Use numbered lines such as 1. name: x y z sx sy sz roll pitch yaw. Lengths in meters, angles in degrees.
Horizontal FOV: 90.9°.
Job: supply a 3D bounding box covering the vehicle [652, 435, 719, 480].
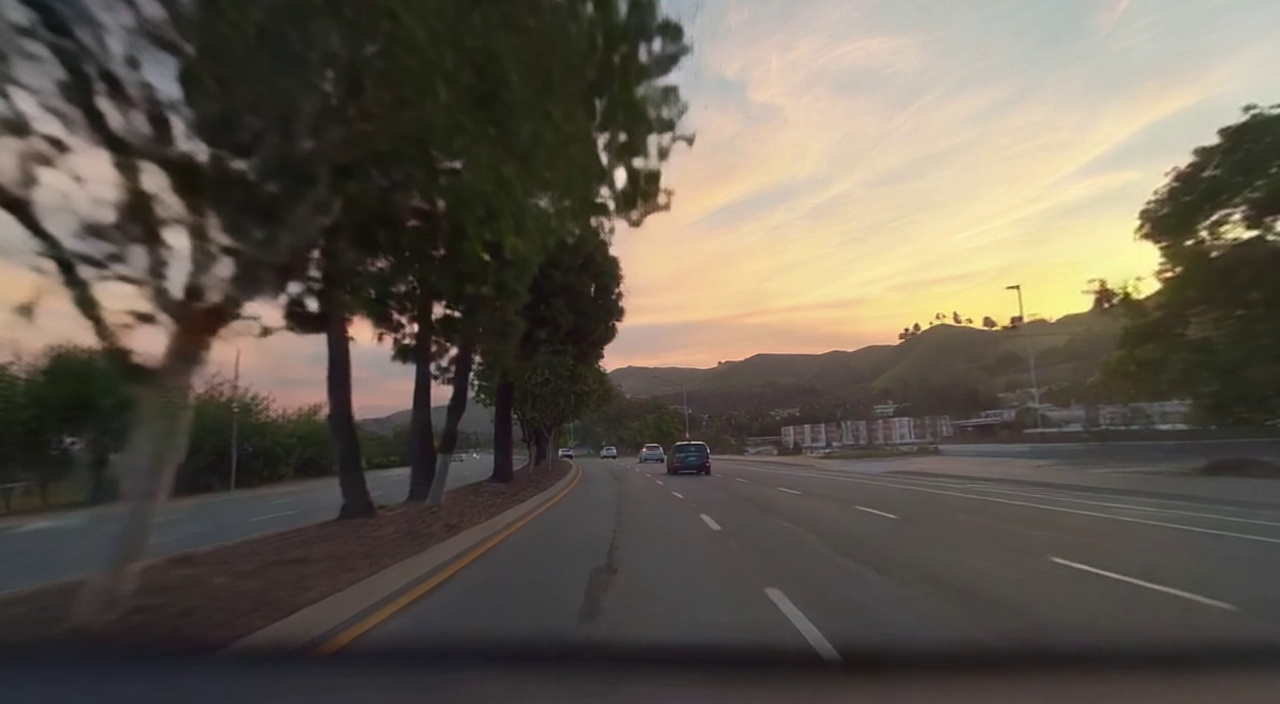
1. vehicle: 1.849 4.509 27.194 2.253 1.756 4.313 0 -8 -4
